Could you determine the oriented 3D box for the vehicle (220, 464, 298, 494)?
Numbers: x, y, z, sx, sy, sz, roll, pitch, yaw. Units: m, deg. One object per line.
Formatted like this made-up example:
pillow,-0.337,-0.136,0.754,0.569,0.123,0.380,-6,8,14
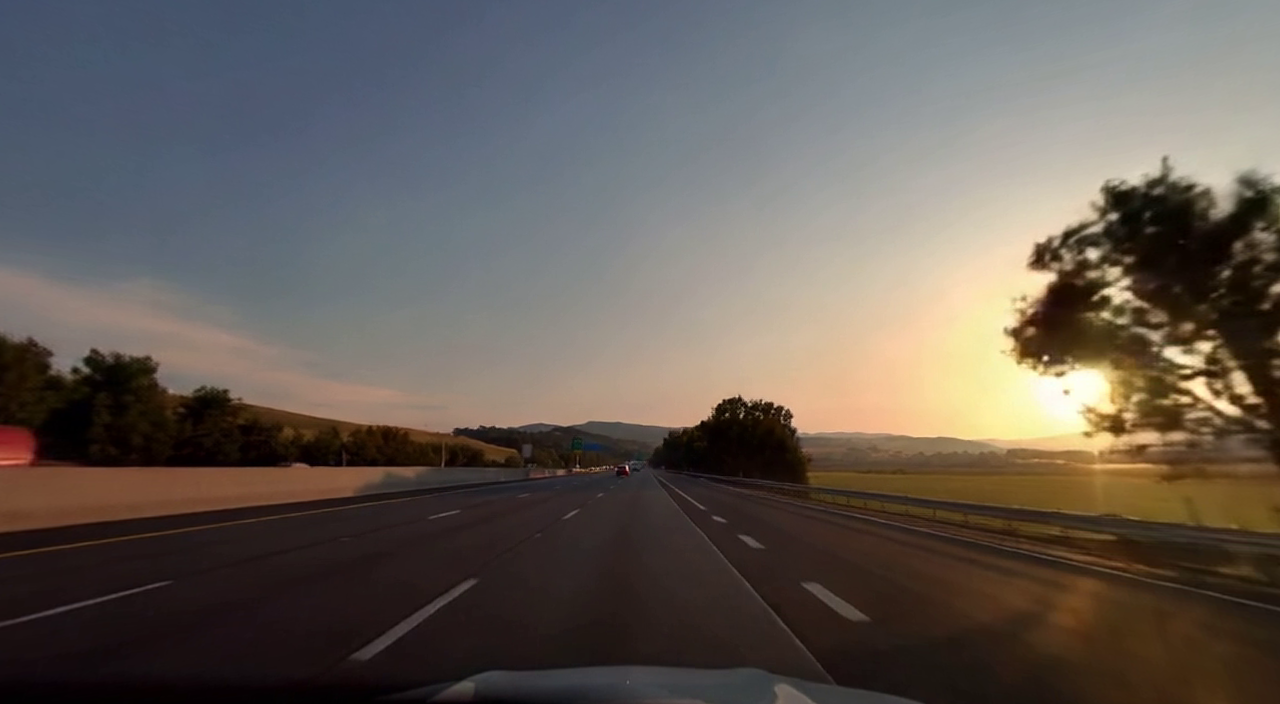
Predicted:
vehicle,-22.123,7.408,36.802,1.817,1.600,4.132,1,-10,1
